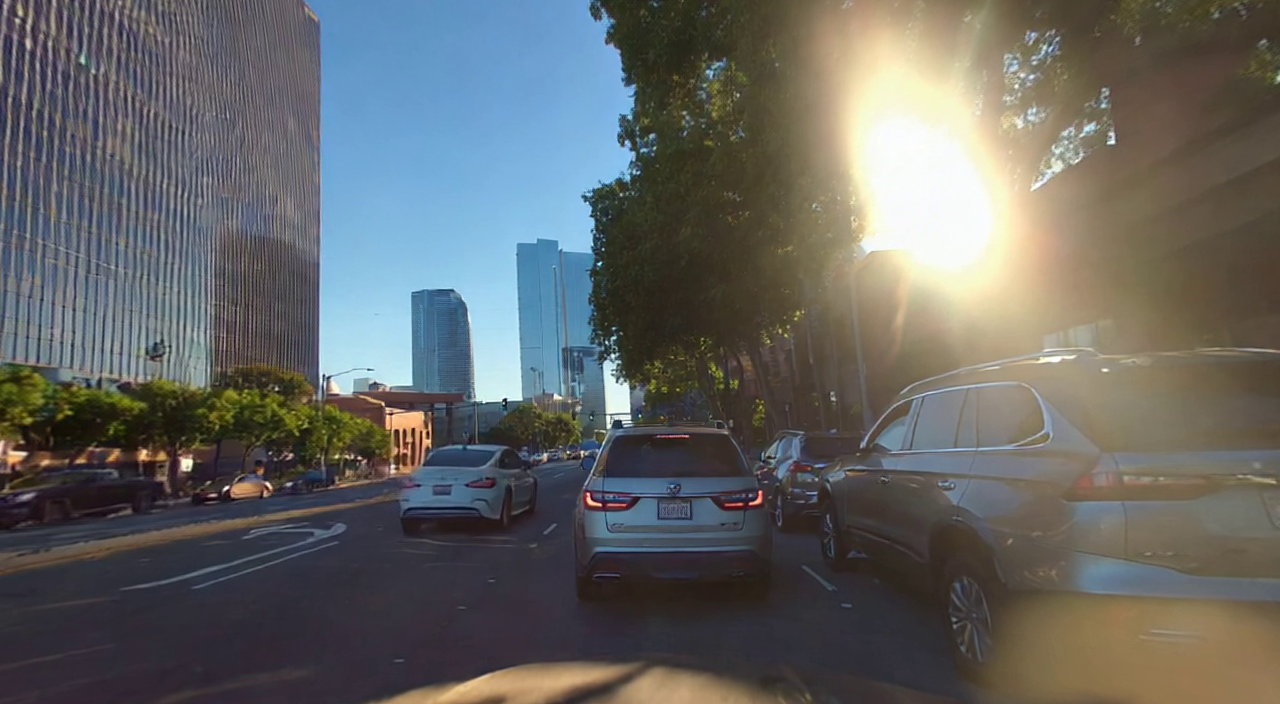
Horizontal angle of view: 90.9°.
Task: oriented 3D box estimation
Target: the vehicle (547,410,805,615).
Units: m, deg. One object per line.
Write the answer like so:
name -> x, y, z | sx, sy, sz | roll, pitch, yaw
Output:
vehicle -> 0.228, 1.543, 6.870 | 2.045, 1.608, 3.573 | 0, -9, -2

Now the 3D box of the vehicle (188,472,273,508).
vehicle -> -22.629, 7.592, 35.033 | 1.854, 1.419, 4.318 | -7, -8, 0

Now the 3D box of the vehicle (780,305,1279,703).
vehicle -> 2.743, 1.084, 4.912 | 2.117, 1.855, 4.794 | 0, -9, -1

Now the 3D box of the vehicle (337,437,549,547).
vehicle -> -3.030, 2.266, 10.989 | 2.088, 1.483, 4.708 | 0, -9, 1

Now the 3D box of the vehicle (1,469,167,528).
vehicle -> -19.475, 5.115, 22.402 | 2.068, 1.729, 4.135 | 0, -9, 0
